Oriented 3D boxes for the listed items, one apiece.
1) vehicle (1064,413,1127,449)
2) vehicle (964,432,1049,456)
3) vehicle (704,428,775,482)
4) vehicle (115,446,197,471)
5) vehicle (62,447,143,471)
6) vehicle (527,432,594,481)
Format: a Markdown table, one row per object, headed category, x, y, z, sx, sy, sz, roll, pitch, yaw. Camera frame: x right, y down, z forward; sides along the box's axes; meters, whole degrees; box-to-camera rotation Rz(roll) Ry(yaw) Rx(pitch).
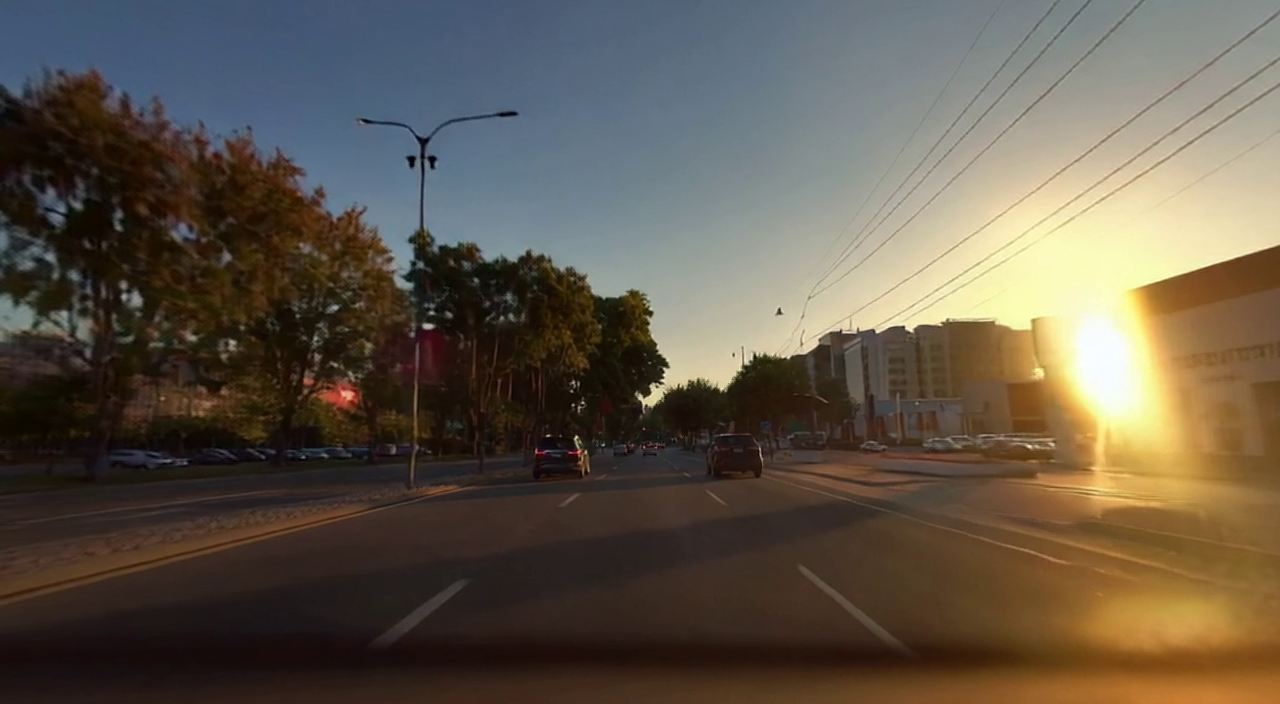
| category | x | y | z | sx | sy | sz | roll | pitch | yaw |
| --- | --- | --- | --- | --- | --- | --- | --- | --- | --- |
| vehicle | 33.626 | 5.864 | 46.388 | 2.852 | 2.462 | 2.062 | -1 | -9 | 0 |
| vehicle | 27.081 | 6.825 | 46.508 | 4.699 | 1.608 | 2.379 | -1 | -10 | -1 |
| vehicle | 3.824 | 4.048 | 24.877 | 2.024 | 1.921 | 4.431 | 0 | -9 | -1 |
| vehicle | -36.451 | 8.012 | 47.463 | 2.102 | 1.730 | 5.018 | 0 | -8 | 1 |
| vehicle | -40.338 | 7.986 | 47.253 | 2.021 | 1.699 | 4.499 | 0 | -8 | 2 |
| vehicle | -3.043 | 4.128 | 25.006 | 2.014 | 1.775 | 4.404 | 0 | -9 | 1 |
